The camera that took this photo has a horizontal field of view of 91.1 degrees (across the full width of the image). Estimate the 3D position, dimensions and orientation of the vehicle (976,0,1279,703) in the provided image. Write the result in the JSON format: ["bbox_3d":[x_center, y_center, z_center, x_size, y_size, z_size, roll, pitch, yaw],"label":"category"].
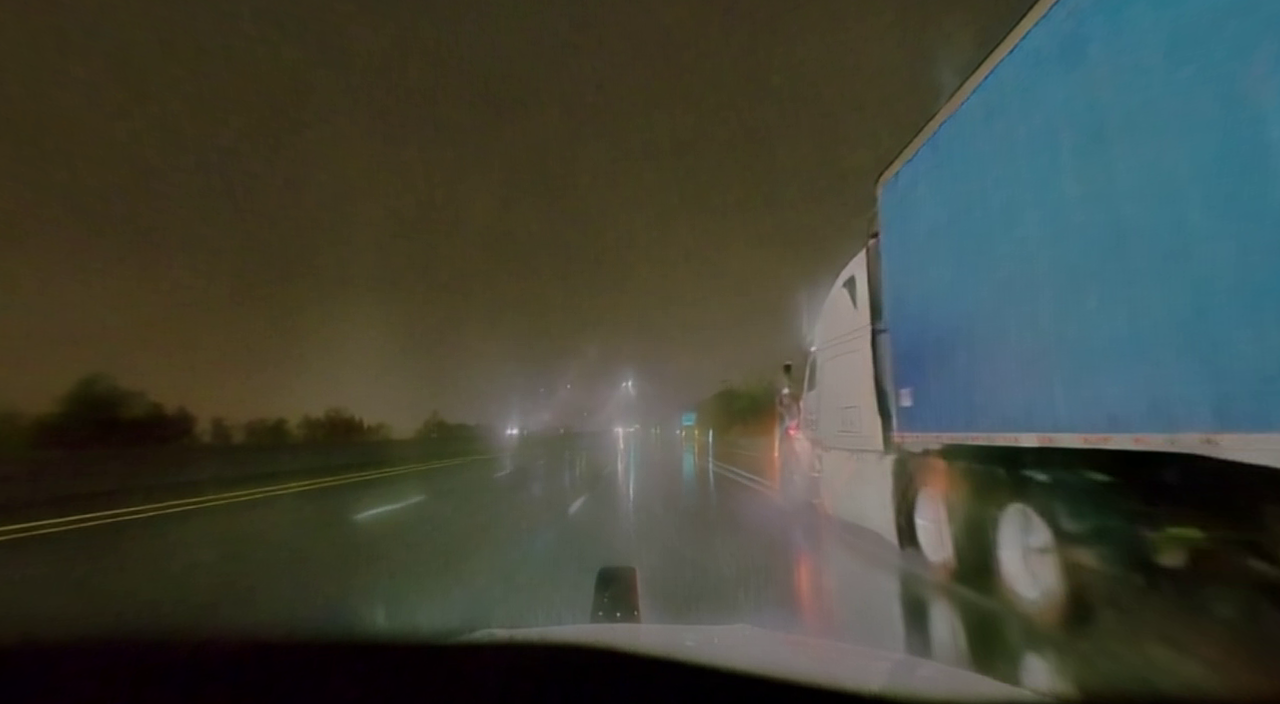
[{"bbox_3d":[4.179,-0.497,1.766,3.049,3.826,6.146,-1,-8,2],"label":"vehicle"}]
